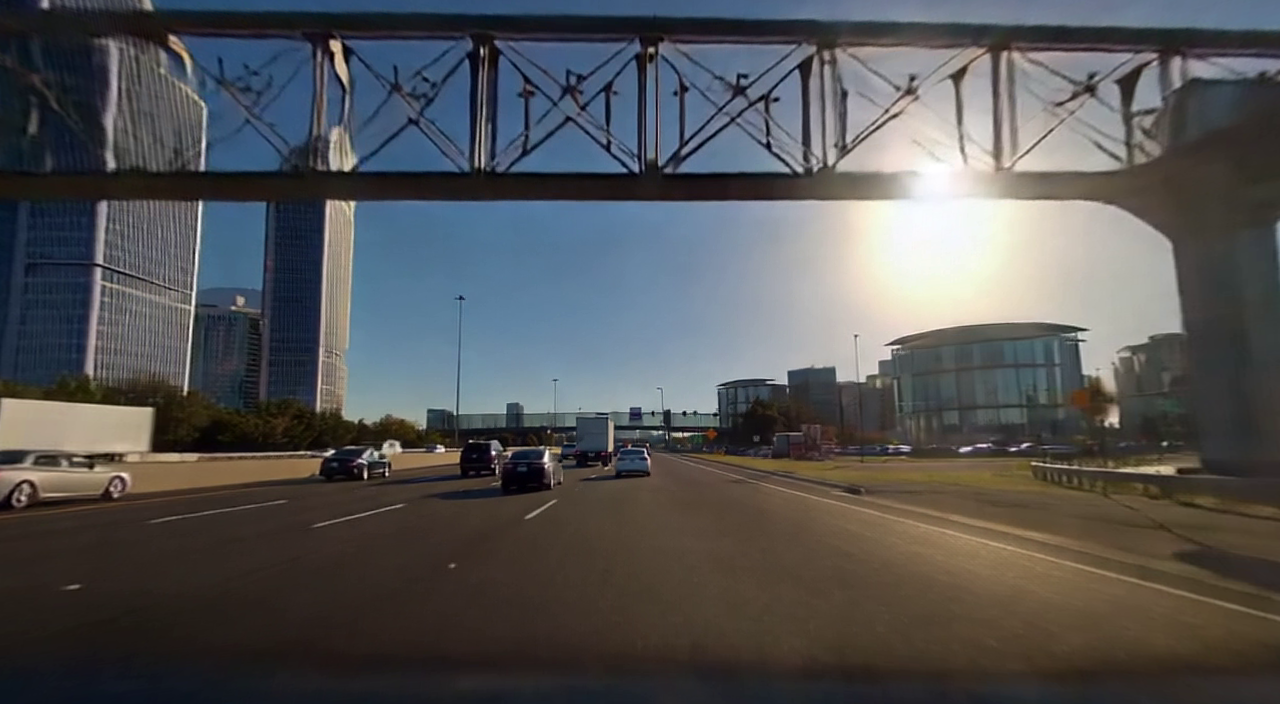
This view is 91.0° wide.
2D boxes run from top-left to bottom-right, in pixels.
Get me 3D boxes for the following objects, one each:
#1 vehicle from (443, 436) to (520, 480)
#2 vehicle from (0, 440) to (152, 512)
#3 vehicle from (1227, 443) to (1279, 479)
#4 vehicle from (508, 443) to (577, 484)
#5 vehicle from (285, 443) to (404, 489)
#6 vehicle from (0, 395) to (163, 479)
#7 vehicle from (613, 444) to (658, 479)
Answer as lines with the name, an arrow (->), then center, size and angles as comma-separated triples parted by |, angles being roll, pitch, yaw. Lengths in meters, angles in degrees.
vehicle -> -7.057, 4.793, 28.693 | 2.190, 1.821, 4.800 | 0, -9, 1
vehicle -> -14.392, 2.845, 14.823 | 1.948, 1.483, 4.814 | 0, -9, 0
vehicle -> 28.908, 4.933, 28.713 | 2.059, 1.507, 4.352 | -5, -10, 30
vehicle -> -3.838, 4.483, 25.564 | 2.016, 1.497, 4.235 | 0, -9, 1
vehicle -> -10.592, 4.099, 23.064 | 1.987, 1.495, 4.710 | 0, -9, 1
vehicle -> -30.131, 4.357, 31.833 | 2.988, 3.703, 11.460 | 0, -9, 0
vehicle -> -0.205, 5.134, 29.744 | 1.991, 1.488, 3.922 | 0, -9, 0
